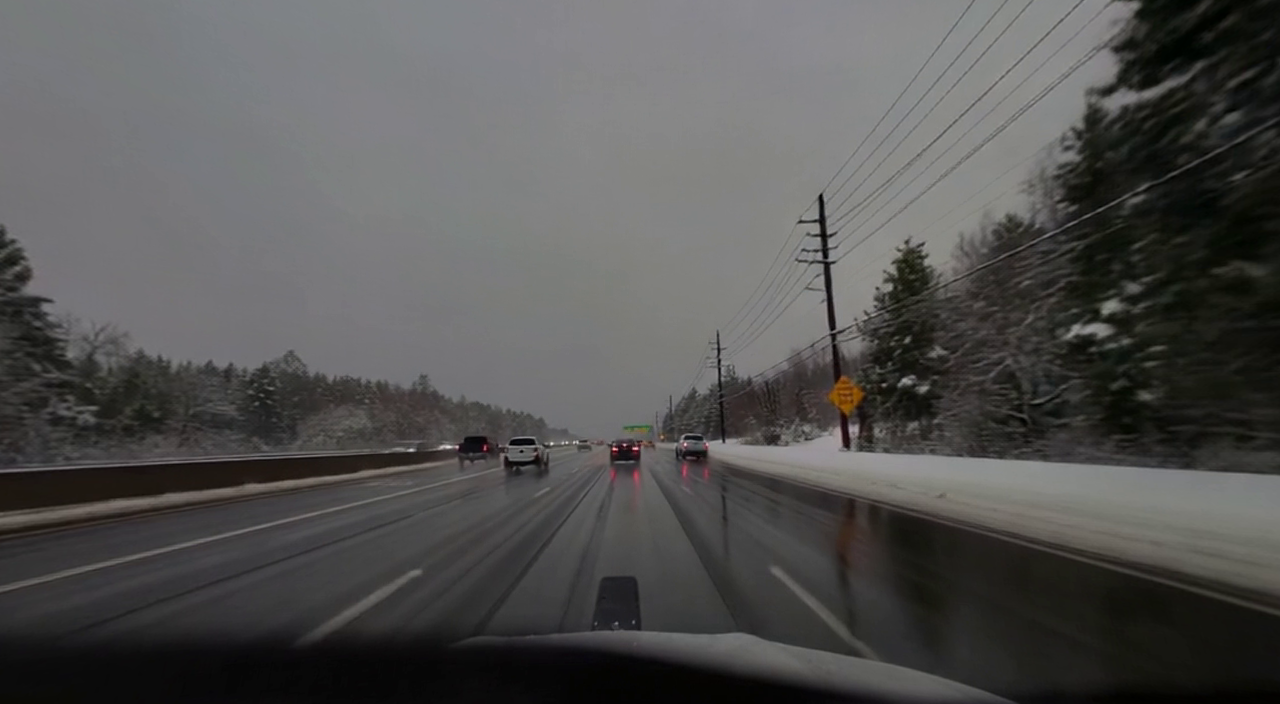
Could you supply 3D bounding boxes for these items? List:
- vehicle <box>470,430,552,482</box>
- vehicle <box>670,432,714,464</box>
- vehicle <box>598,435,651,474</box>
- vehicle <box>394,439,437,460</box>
[{"bbox_3d":[-4.335,3.543,21.910,1.901,1.601,4.610,0,-8,0],"label":"vehicle"},{"bbox_3d":[2.907,5.430,35.928,1.950,1.695,4.446,0,-8,-2],"label":"vehicle"},{"bbox_3d":[-0.633,4.229,26.382,2.086,1.488,3.440,0,-8,-1],"label":"vehicle"},{"bbox_3d":[-16.739,7.271,47.218,1.758,1.403,3.972,0,-8,-1],"label":"vehicle"}]
